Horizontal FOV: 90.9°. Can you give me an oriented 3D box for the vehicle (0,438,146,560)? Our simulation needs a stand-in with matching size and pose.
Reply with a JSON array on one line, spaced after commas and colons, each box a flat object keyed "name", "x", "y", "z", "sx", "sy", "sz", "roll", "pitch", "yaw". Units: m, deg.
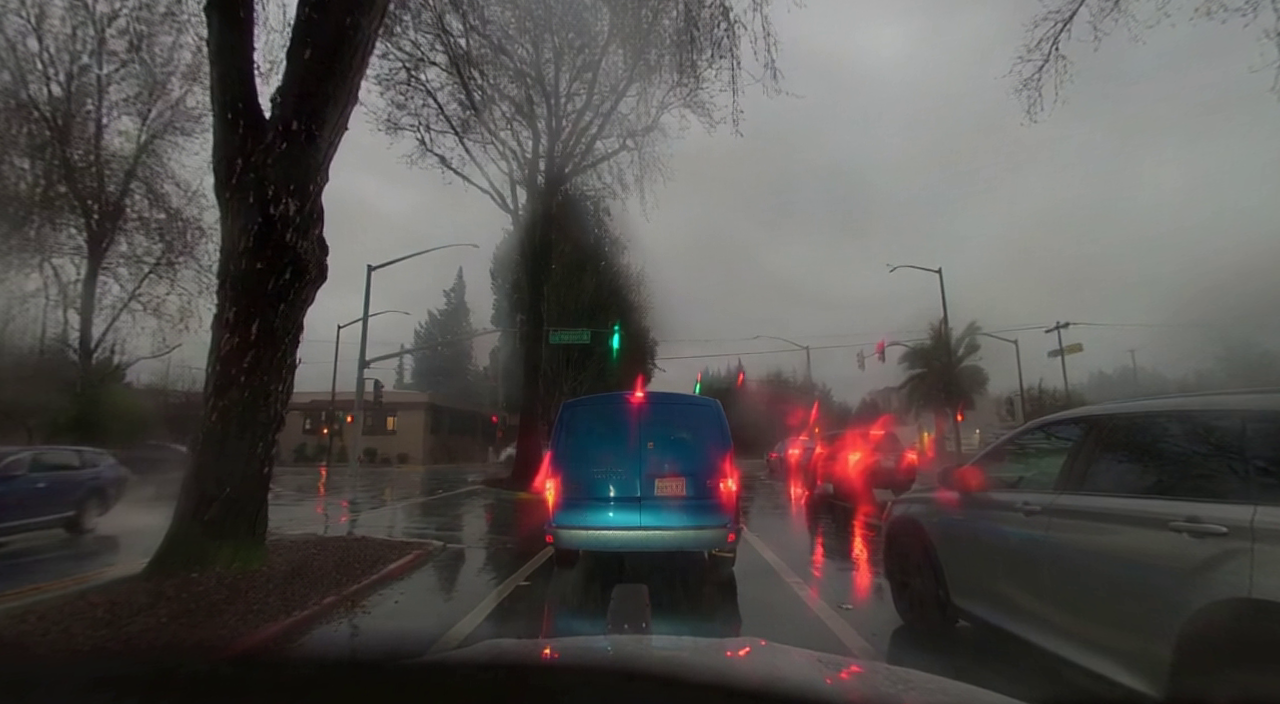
[{"name": "vehicle", "x": -9.450, "y": 2.032, "z": 9.197, "sx": 2.023, "sy": 1.488, "sz": 4.654, "roll": 2, "pitch": -9, "yaw": -19}]

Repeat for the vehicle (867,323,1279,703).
[{"name": "vehicle", "x": 2.892, "y": 0.952, "z": 3.180, "sx": 1.971, "sy": 1.663, "sz": 4.287, "roll": 0, "pitch": -8, "yaw": 2}]

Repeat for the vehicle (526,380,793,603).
[{"name": "vehicle", "x": 0.169, "y": 1.469, "z": 7.461, "sx": 2.185, "sy": 1.822, "sz": 4.391, "roll": 0, "pitch": -8, "yaw": 0}]

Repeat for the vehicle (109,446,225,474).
[{"name": "vehicle", "x": -26.061, "y": 5.970, "z": 34.873, "sx": 4.664, "sy": 1.449, "sz": 1.992, "roll": 1, "pitch": -8, "yaw": -5}]
